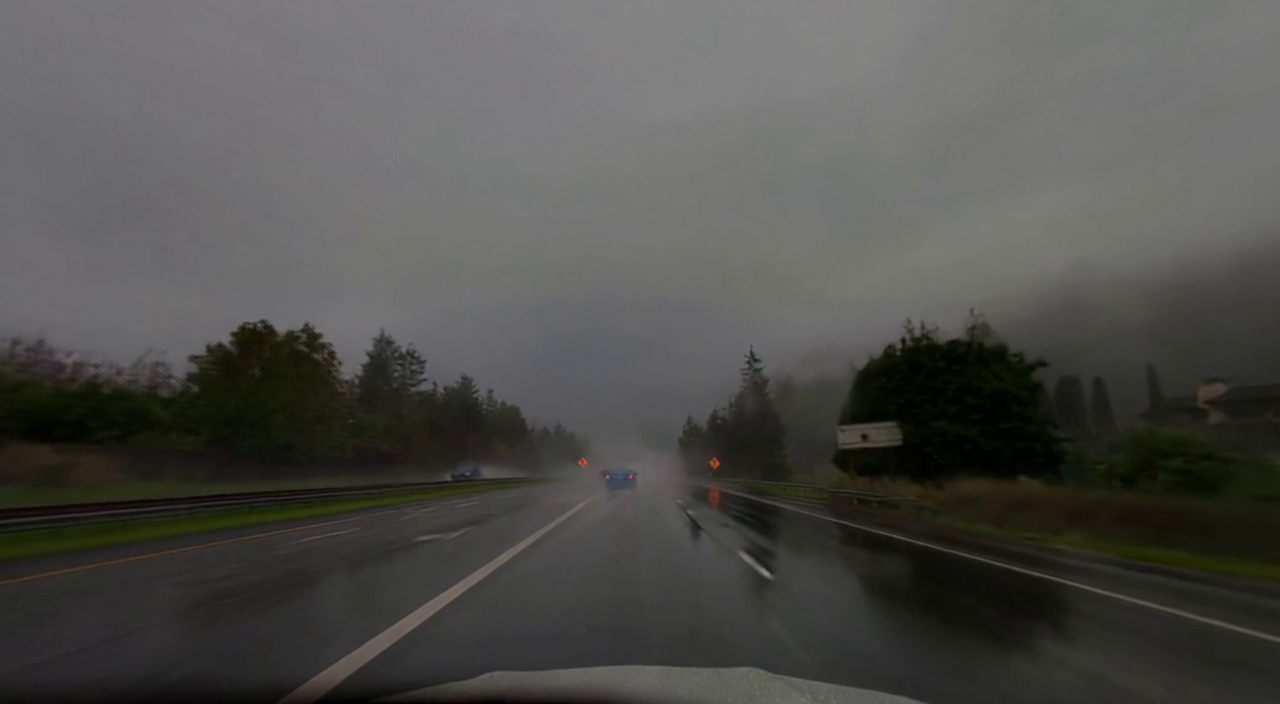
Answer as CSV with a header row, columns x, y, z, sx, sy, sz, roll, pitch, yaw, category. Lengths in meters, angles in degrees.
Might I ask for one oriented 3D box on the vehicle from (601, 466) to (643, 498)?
x,y,z,sx,sy,sz,roll,pitch,yaw,category
-0.888,6.814,33.293,2.016,1.530,4.009,1,-11,1,vehicle
